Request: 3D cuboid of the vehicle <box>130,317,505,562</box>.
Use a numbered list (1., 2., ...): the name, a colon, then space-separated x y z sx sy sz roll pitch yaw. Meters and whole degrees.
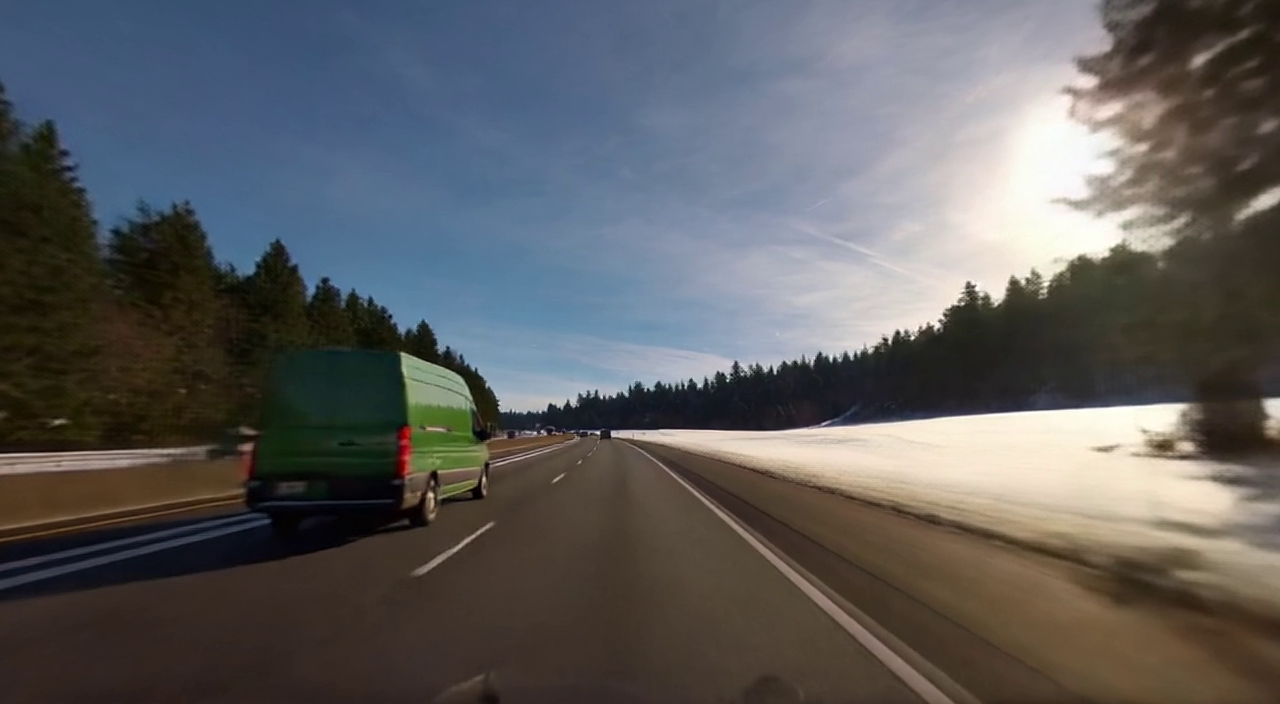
1. vehicle: -3.864 1.236 9.205 2.561 2.509 5.465 0 -8 0
